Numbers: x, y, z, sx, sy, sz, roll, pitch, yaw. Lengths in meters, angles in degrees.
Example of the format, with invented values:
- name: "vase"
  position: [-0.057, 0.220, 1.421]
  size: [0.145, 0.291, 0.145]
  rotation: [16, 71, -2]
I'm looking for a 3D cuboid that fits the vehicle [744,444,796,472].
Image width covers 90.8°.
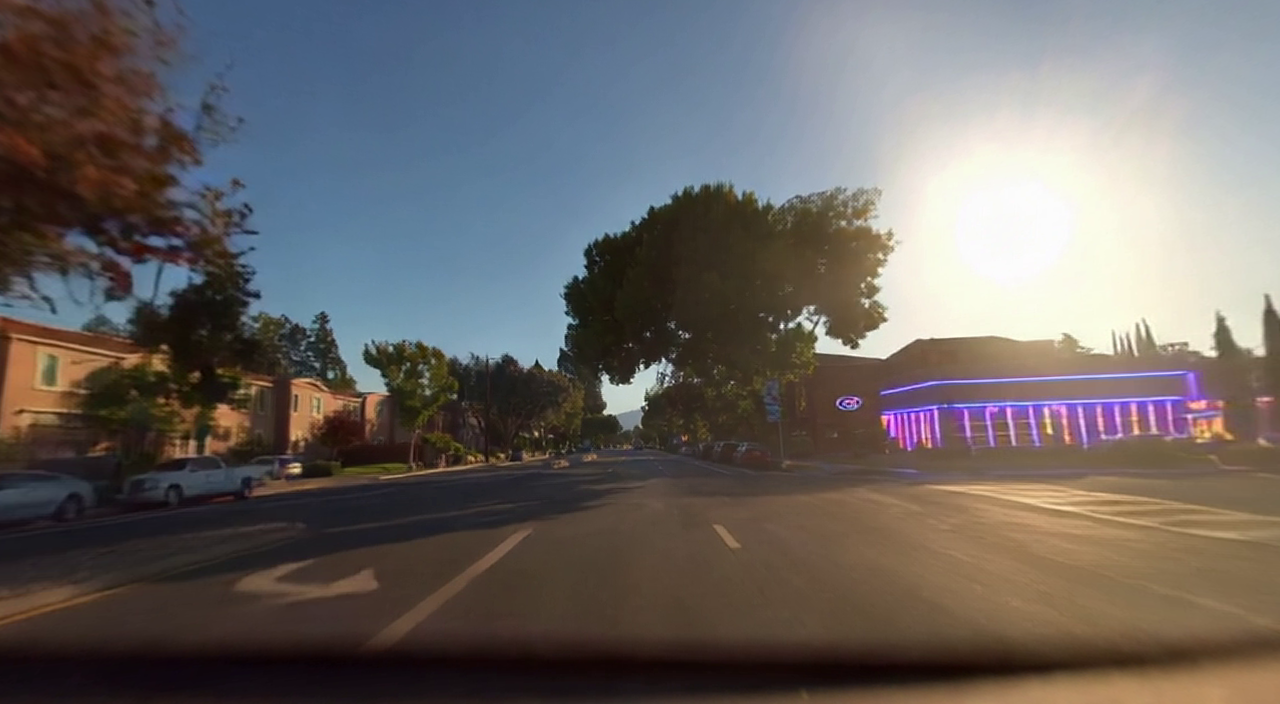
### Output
- name: "vehicle"
  position: [7.360, 6.061, 36.221]
  size: [2.057, 1.478, 4.356]
  rotation: [0, -9, 0]

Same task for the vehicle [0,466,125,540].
- name: "vehicle"
  position: [-14.798, 3.447, 14.485]
  size: [2.106, 1.479, 4.541]
  rotation: [0, -9, 1]

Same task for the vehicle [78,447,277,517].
- name: "vehicle"
  position: [-14.724, 4.123, 20.759]
  size: [2.164, 1.933, 5.804]
  rotation: [0, -9, 0]
